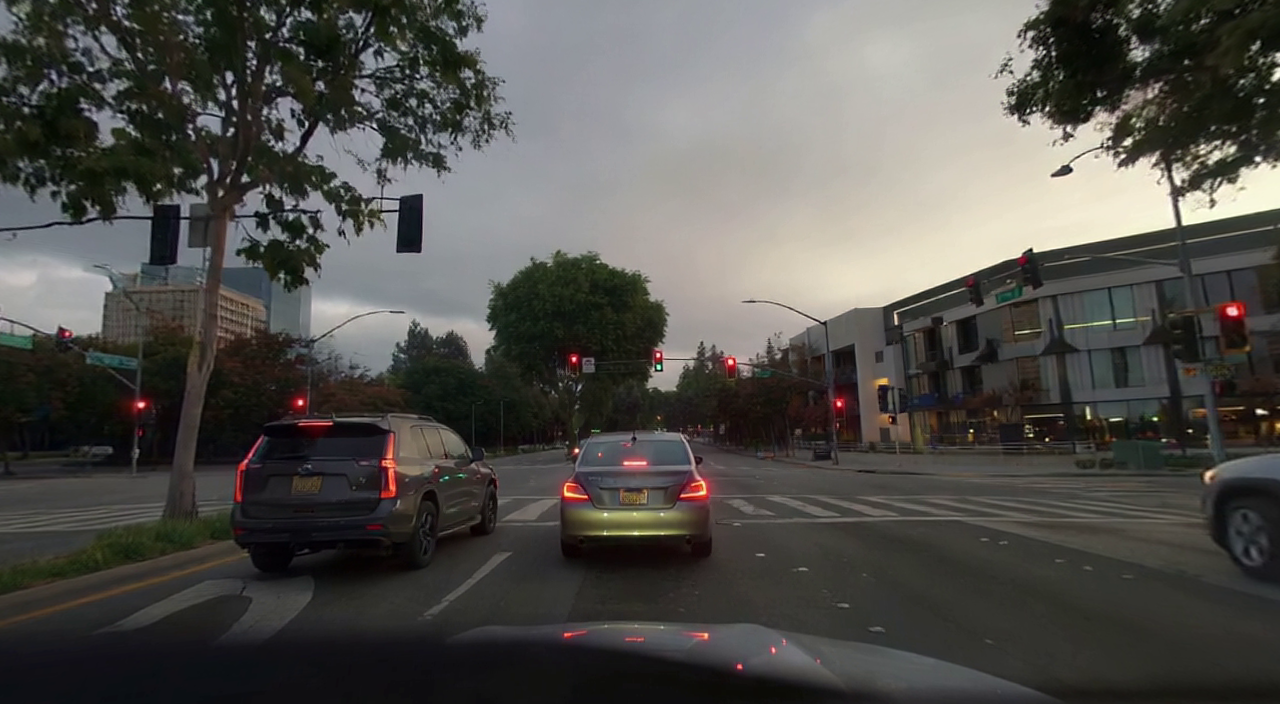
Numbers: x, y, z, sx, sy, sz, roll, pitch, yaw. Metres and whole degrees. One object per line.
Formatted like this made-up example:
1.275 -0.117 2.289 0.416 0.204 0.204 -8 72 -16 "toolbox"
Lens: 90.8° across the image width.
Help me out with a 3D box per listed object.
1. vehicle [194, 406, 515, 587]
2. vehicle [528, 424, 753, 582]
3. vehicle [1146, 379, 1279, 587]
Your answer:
-3.171 1.706 8.317 2.081 1.719 4.434 0 -8 1 "vehicle"
0.021 1.756 8.145 2.190 1.522 3.850 0 -8 1 "vehicle"
6.701 0.978 4.340 2.079 1.828 5.323 0 -8 1 "vehicle"
